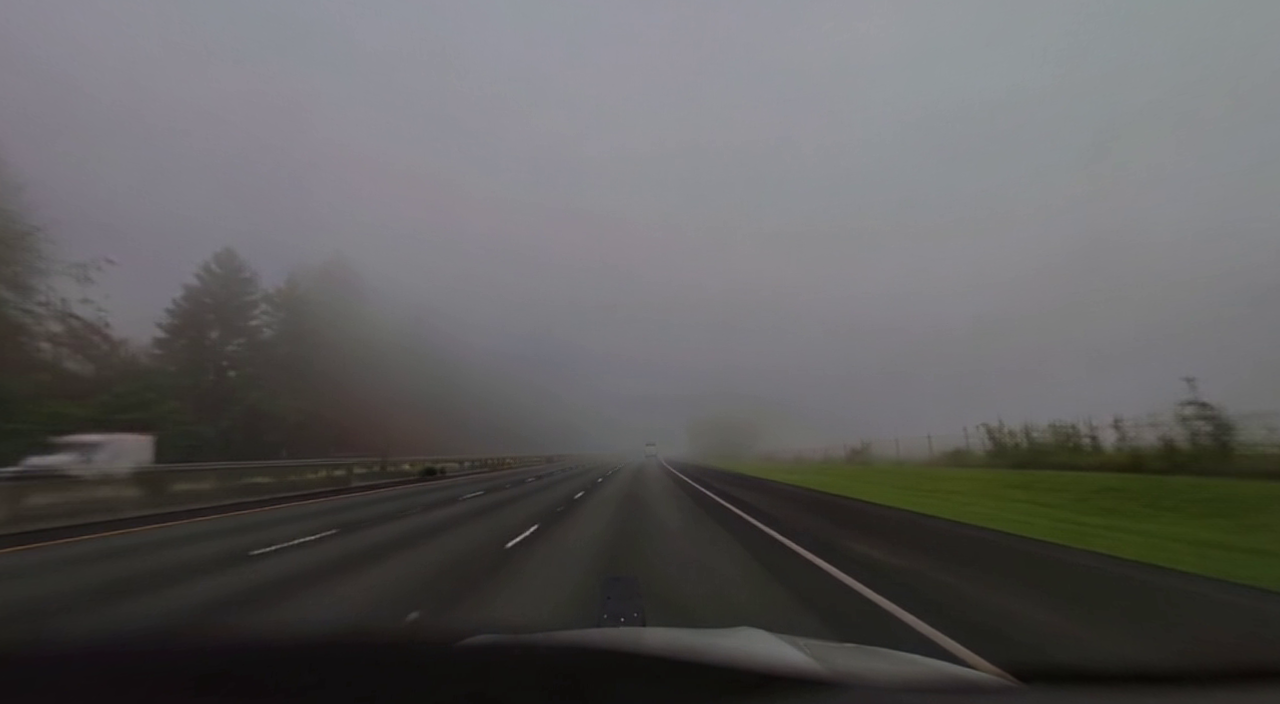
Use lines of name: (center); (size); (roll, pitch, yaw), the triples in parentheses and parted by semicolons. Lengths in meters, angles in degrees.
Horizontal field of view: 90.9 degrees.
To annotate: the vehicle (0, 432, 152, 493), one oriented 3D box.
vehicle: (-20.513, 3.883, 22.436); (2.098, 1.880, 5.117); (0, -9, 1)
